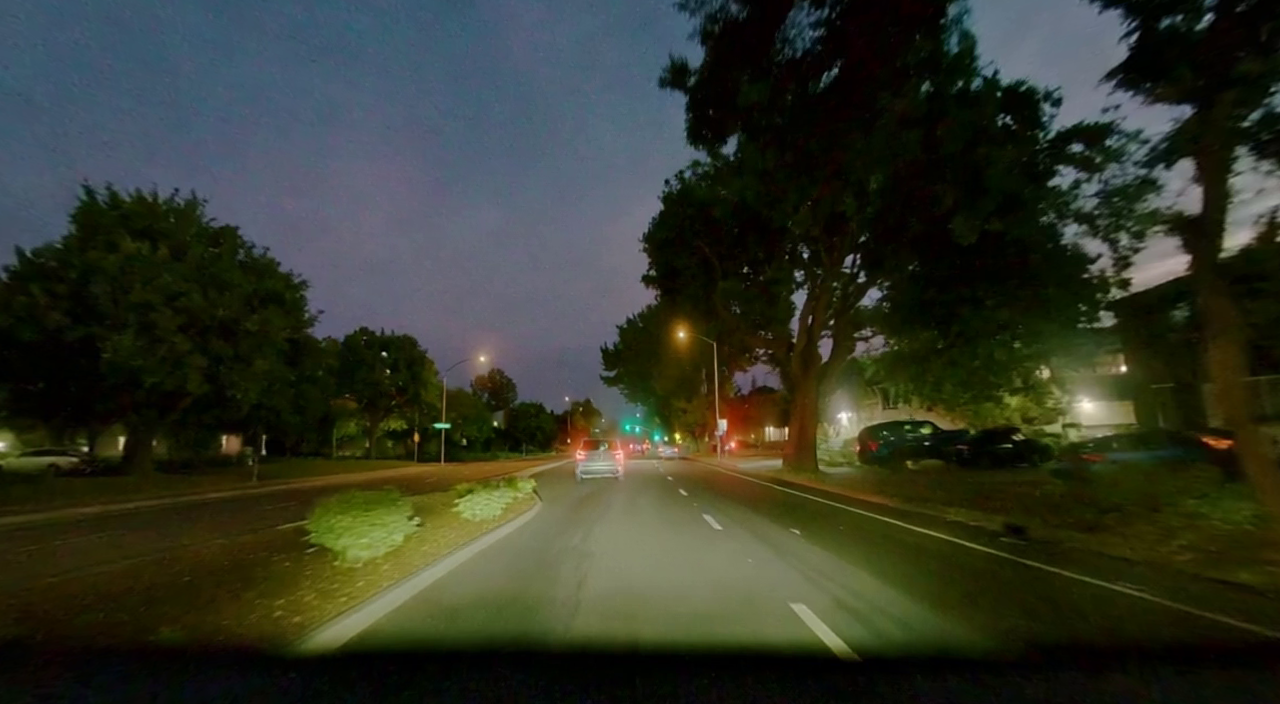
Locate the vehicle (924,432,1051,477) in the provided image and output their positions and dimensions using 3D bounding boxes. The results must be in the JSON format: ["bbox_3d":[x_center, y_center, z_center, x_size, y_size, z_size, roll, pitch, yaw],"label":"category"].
[{"bbox_3d":[12.164,3.590,22.246,1.740,1.431,3.431,8,-11,-42],"label":"vehicle"}]

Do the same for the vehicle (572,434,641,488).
[{"bbox_3d":[-1.279,3.890,22.882,2.205,1.706,4.904,1,-8,-5],"label":"vehicle"}]

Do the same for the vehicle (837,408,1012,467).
[{"bbox_3d":[11.806,3.653,26.693,2.483,2.209,6.171,8,-11,-42],"label":"vehicle"}]

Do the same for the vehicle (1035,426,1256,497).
[{"bbox_3d":[12.013,2.592,15.223,3.848,1.459,1.951,-7,-11,41],"label":"vehicle"}]

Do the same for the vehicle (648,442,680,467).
[{"bbox_3d":[1.567,6.864,42.427,2.003,1.614,4.072,0,-8,1],"label":"vehicle"}]
